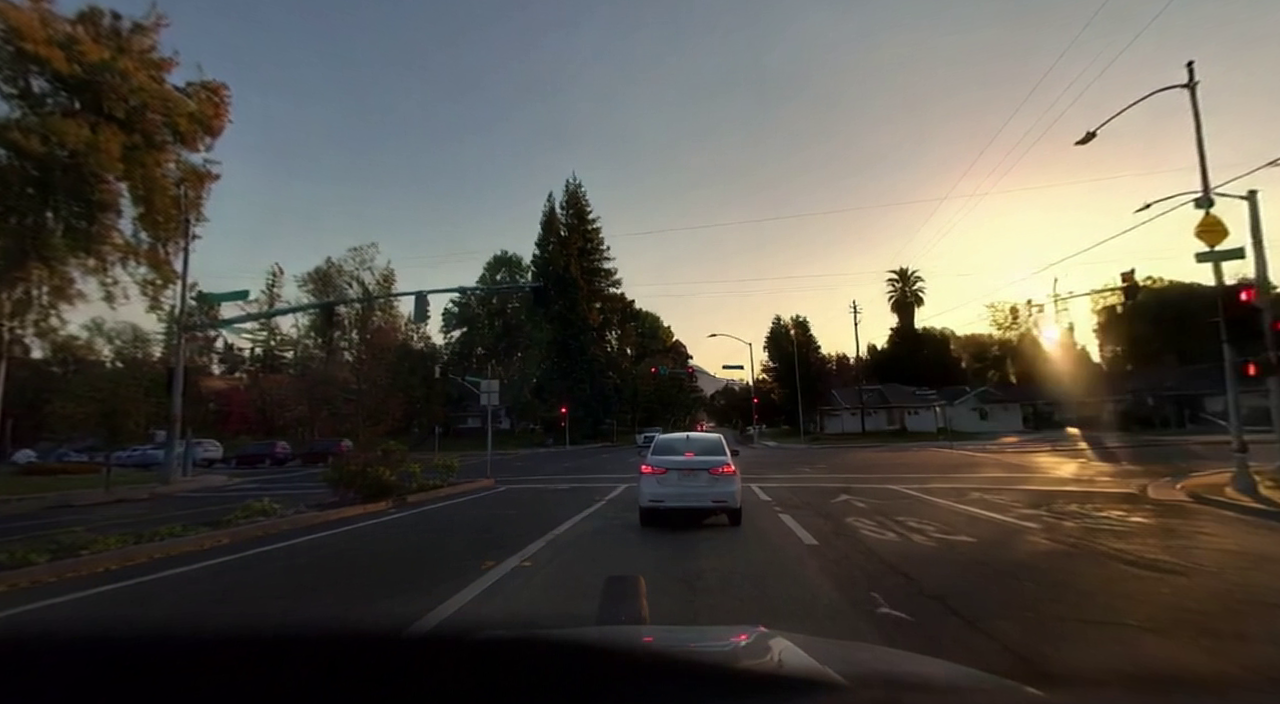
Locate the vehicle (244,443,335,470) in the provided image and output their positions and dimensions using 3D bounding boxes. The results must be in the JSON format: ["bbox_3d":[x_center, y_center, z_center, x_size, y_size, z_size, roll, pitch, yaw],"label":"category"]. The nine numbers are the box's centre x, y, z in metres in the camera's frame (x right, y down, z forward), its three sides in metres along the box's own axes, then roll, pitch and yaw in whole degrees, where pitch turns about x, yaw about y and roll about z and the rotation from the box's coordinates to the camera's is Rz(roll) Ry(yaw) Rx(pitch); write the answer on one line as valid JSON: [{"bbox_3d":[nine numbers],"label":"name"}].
[{"bbox_3d":[-20.774,6.160,37.217,4.735,1.472,1.932,-3,-9,19],"label":"vehicle"}]

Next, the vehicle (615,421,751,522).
[{"bbox_3d":[0.867,2.255,12.411,2.139,1.564,4.901,-1,-8,5],"label":"vehicle"}]

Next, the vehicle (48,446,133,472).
[{"bbox_3d":[-36.489,7.080,41.690,4.612,1.673,1.972,-3,-9,17],"label":"vehicle"}]
